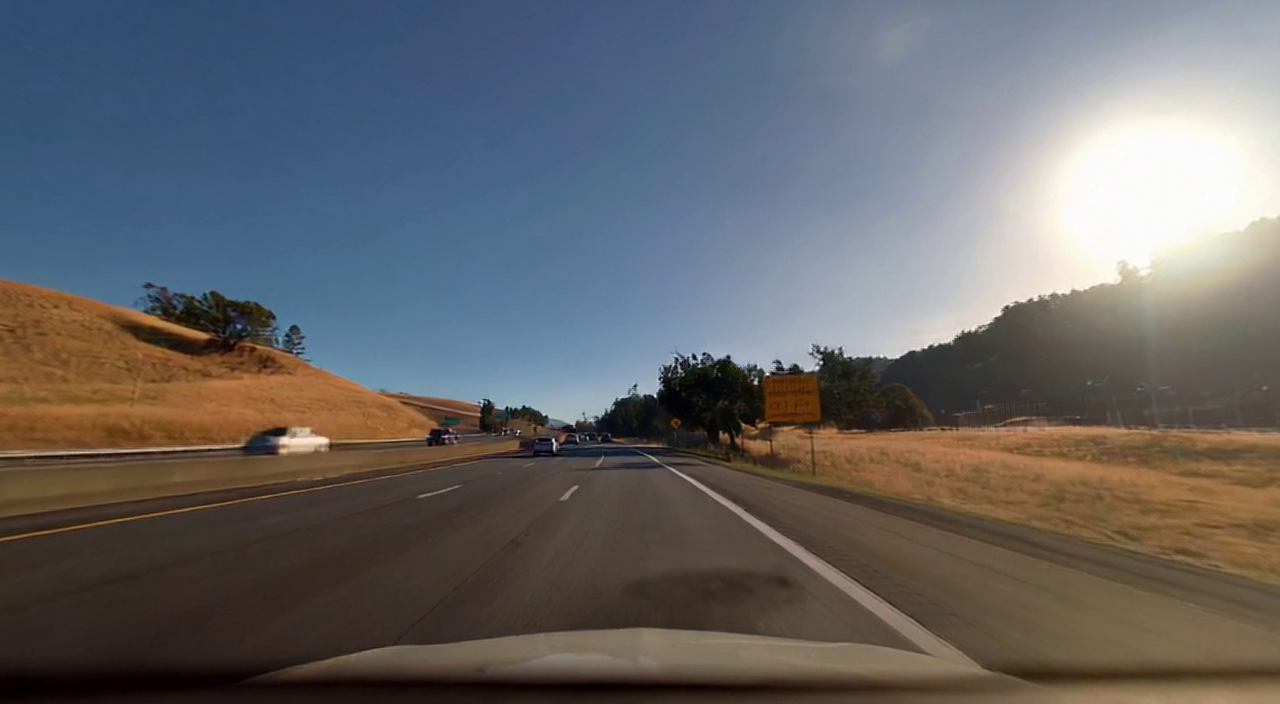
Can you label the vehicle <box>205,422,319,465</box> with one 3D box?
[{"bbox_3d":[-17.560,4.318,29.654,2.333,1.833,4.988,0,-8,-1],"label":"vehicle"}]
